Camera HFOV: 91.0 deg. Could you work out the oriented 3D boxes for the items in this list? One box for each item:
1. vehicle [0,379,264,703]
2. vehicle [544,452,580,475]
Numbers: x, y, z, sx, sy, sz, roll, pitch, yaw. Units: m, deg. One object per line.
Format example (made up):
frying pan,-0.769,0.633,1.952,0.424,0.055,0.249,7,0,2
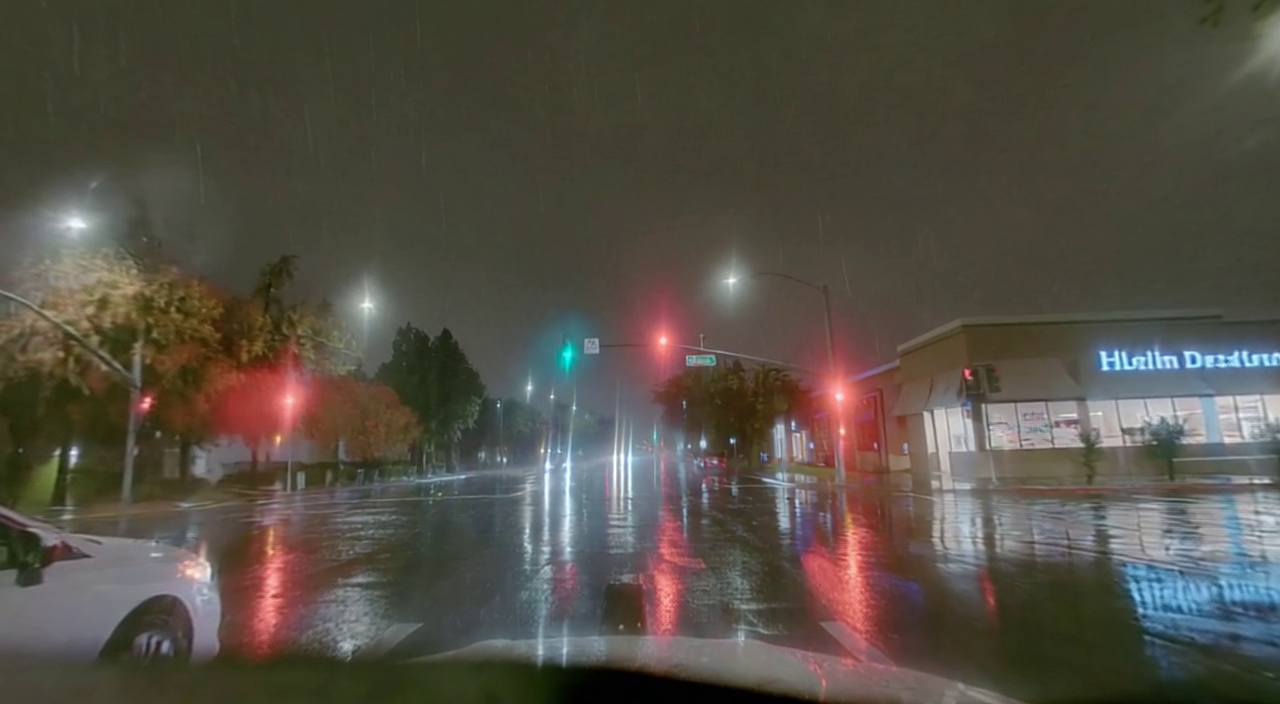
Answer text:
vehicle,-3.496,0.853,1.972,1.947,1.627,4.248,0,-9,1
vehicle,-5.936,8.516,48.361,1.967,1.633,4.325,0,-9,3
